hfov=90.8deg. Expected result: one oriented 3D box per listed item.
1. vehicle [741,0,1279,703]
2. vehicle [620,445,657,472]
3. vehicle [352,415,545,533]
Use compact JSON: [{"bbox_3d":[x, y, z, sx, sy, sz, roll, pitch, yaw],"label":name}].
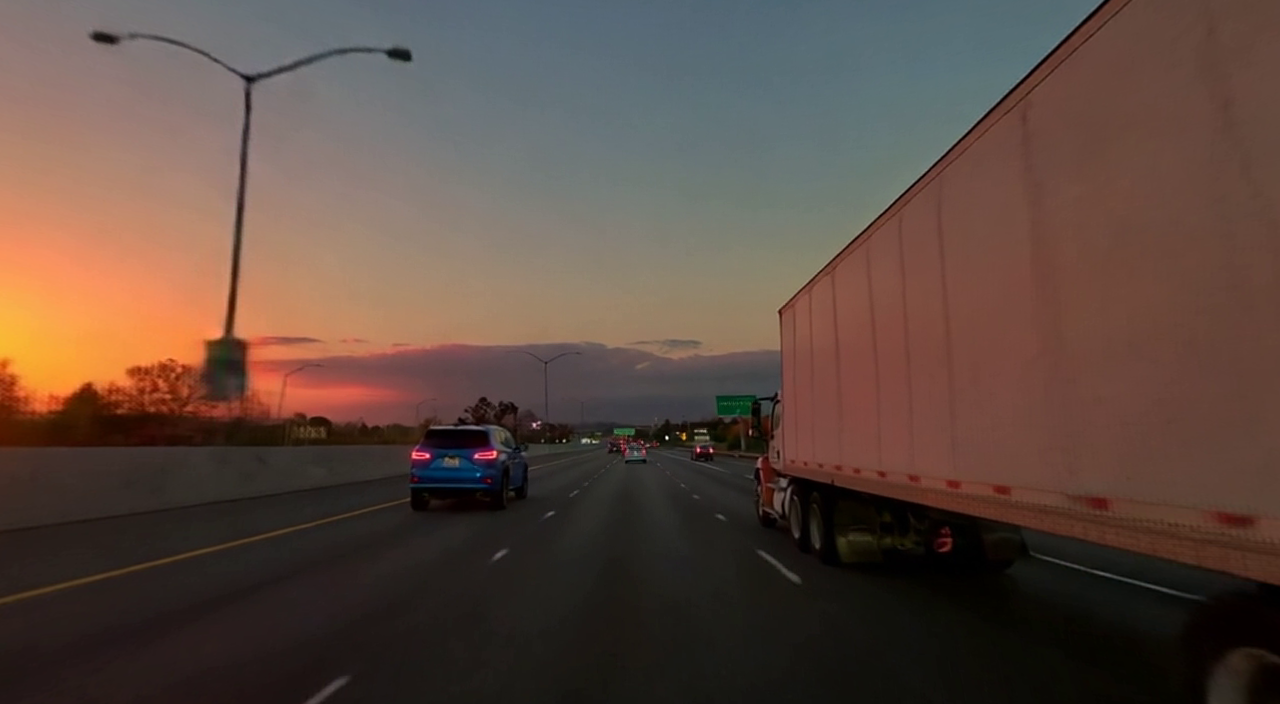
[{"bbox_3d":[3.353,0.502,5.549,2.934,3.325,10.986,0,-9,-1],"label":"vehicle"},{"bbox_3d":[-0.097,5.831,34.804,1.929,1.395,3.999,0,-8,0],"label":"vehicle"},{"bbox_3d":[-3.308,2.237,12.172,2.229,1.806,4.698,0,-9,0],"label":"vehicle"}]
